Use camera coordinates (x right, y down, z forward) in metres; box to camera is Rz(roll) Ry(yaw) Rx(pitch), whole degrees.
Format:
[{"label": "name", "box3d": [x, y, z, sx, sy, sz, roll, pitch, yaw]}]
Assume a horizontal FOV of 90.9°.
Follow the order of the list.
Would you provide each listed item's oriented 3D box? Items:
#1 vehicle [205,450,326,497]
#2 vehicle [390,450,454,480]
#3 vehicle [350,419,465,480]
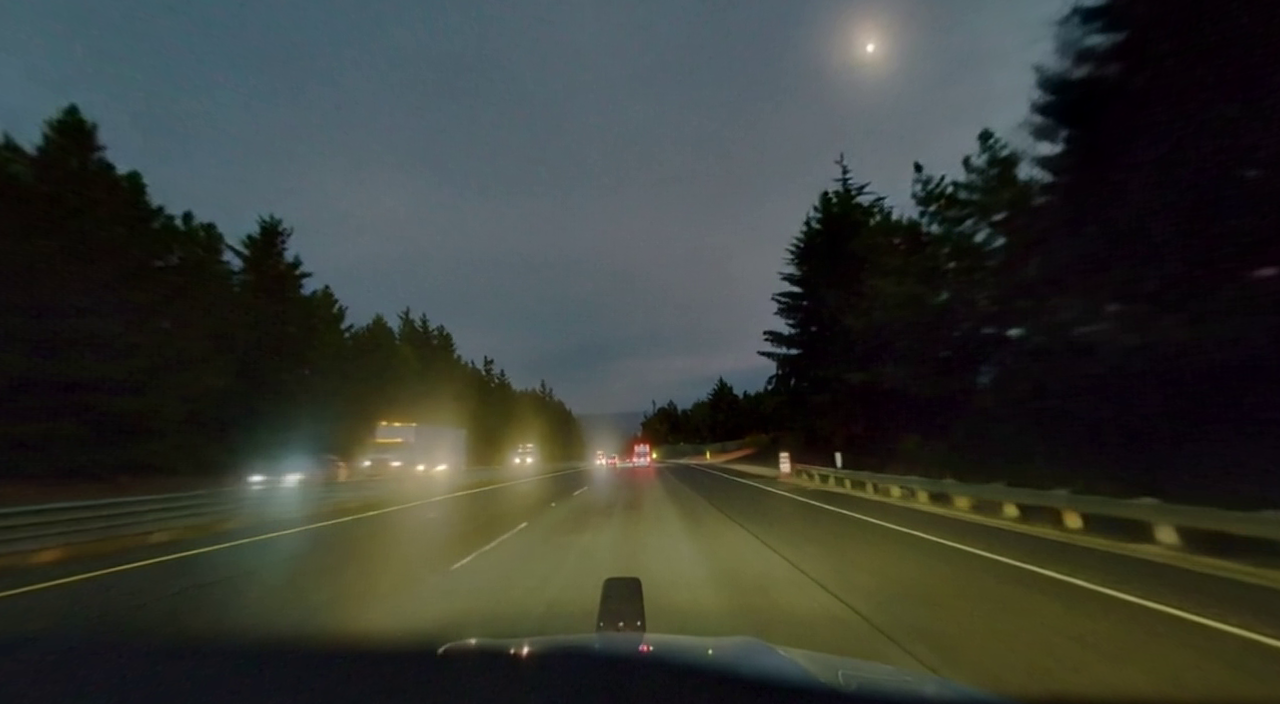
[{"label": "vehicle", "box3d": [-14.726, 4.773, 25.144, 1.934, 1.685, 4.447, -1, -9, 3]}, {"label": "vehicle", "box3d": [-12.506, 6.501, 36.422, 1.997, 1.585, 4.539, 0, -9, 1]}, {"label": "vehicle", "box3d": [-16.794, 7.353, 47.397, 2.842, 3.828, 14.939, -1, -9, 1]}]
